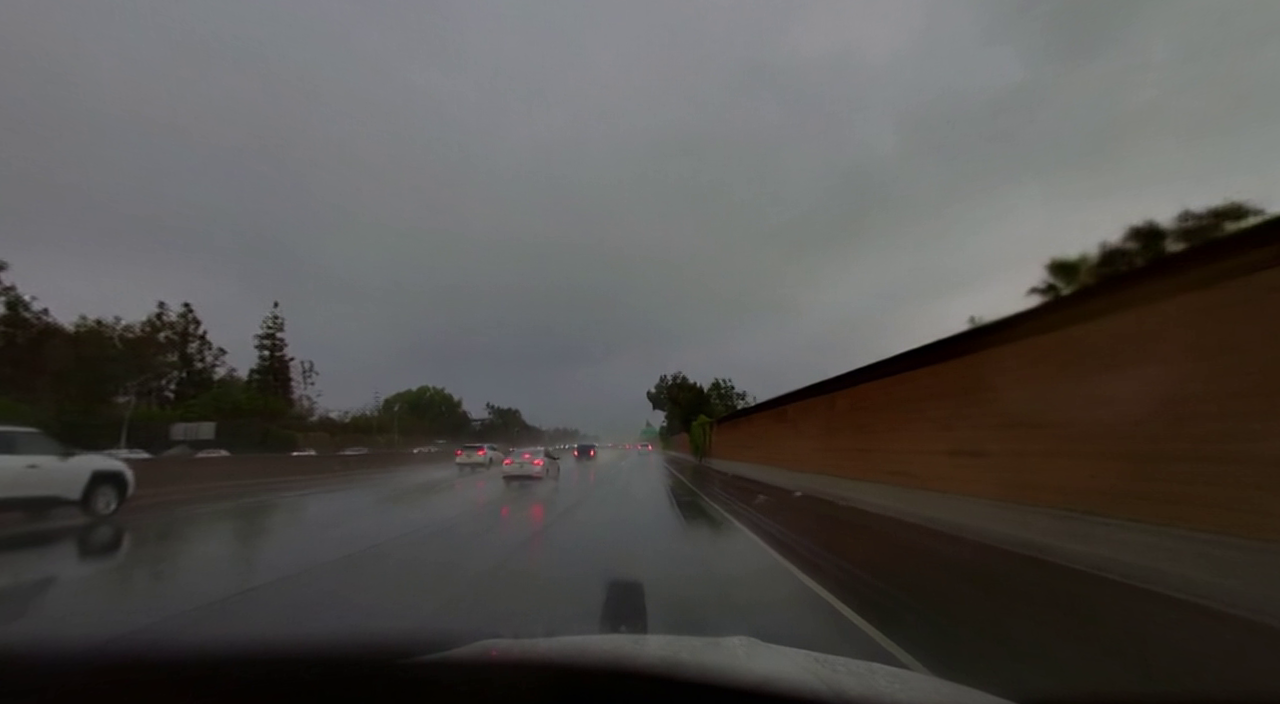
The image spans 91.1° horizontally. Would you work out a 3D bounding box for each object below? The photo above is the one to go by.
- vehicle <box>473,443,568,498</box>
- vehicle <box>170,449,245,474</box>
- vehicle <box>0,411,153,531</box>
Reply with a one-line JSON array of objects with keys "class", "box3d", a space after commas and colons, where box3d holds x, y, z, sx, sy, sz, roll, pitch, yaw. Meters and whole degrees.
[{"class": "vehicle", "box3d": [-3.591, 3.640, 19.828, 1.945, 1.484, 4.803, 0, -8, 1]}, {"class": "vehicle", "box3d": [-28.678, 7.244, 41.841, 1.866, 1.513, 4.363, 0, -8, 0]}, {"class": "vehicle", "box3d": [-11.014, 1.894, 10.038, 2.207, 1.834, 5.255, 0, -8, 0]}]
